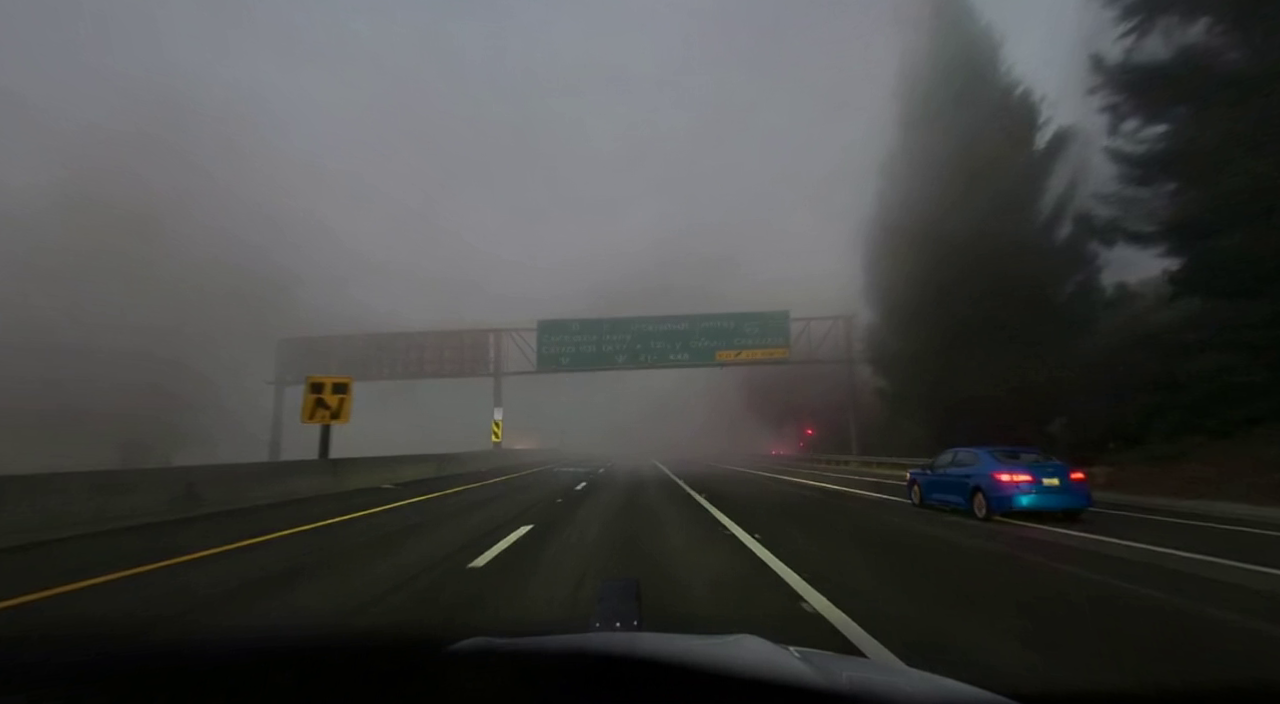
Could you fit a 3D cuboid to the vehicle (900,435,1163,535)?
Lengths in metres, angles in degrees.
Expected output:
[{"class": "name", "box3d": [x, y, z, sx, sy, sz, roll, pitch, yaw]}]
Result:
[{"class": "vehicle", "box3d": [6.896, 2.328, 11.884, 1.958, 1.498, 4.447, 1, -8, -3]}]
